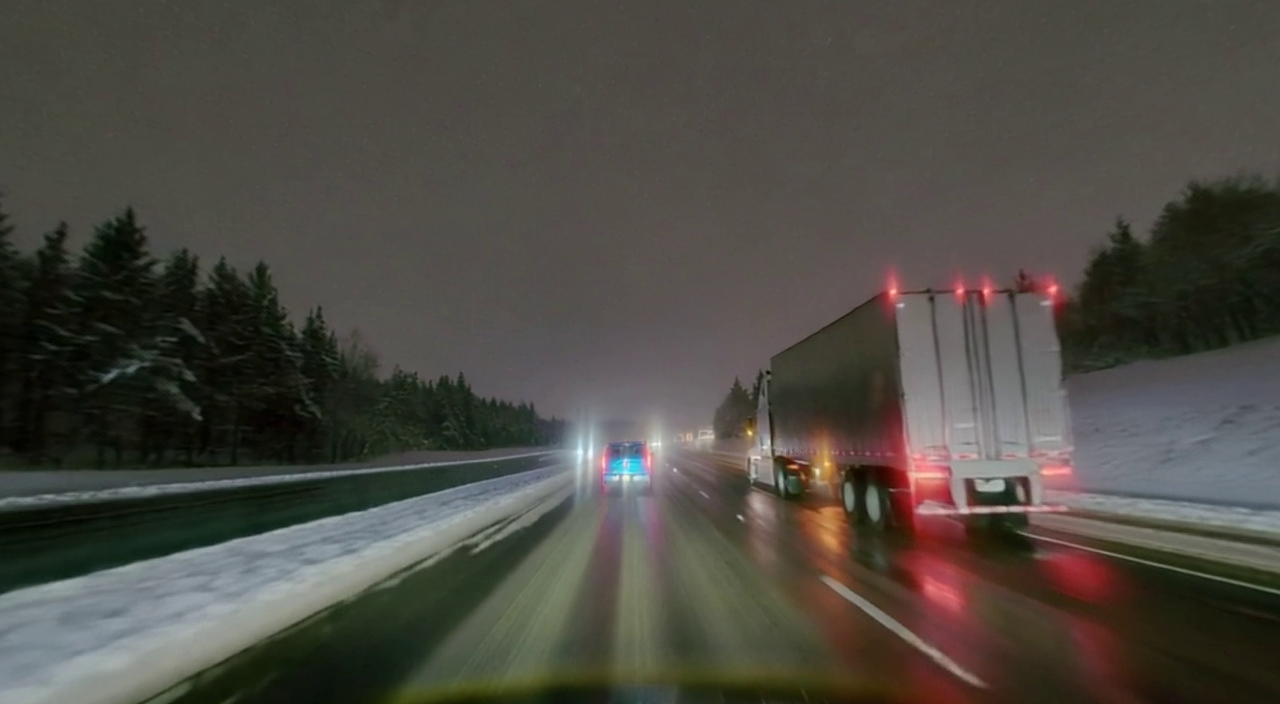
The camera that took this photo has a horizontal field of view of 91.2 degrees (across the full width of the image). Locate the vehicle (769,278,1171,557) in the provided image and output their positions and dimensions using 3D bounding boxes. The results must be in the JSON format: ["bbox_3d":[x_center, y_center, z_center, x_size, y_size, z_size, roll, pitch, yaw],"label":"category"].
[{"bbox_3d":[4.484,1.234,10.786,2.791,3.201,7.145,0,-9,-1],"label":"vehicle"}]

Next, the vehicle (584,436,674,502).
[{"bbox_3d":[-0.276,2.984,16.409,2.066,1.490,3.759,0,-9,-1],"label":"vehicle"}]
